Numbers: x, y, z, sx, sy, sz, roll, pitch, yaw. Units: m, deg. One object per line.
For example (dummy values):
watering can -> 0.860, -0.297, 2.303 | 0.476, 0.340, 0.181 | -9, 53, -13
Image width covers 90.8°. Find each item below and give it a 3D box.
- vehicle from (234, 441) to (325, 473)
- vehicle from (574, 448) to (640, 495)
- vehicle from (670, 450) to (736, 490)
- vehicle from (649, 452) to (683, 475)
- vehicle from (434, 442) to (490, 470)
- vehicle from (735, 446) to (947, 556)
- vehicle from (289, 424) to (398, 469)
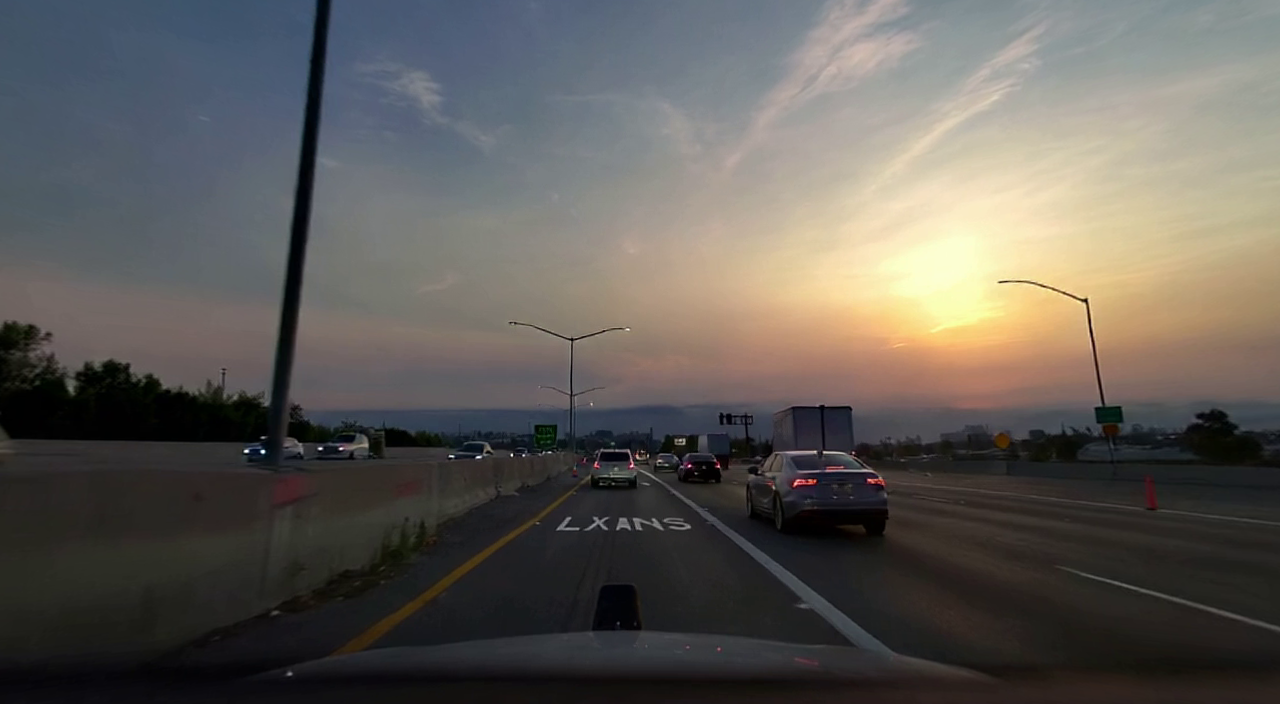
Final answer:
vehicle -> -17.943, 5.256, 31.744 | 1.981, 1.464, 4.620 | 0, -9, -2
vehicle -> -1.100, 4.058, 21.843 | 2.069, 1.470, 4.004 | 0, -9, -2
vehicle -> 2.450, 4.720, 25.700 | 2.042, 1.460, 4.451 | 0, -9, -3
vehicle -> 1.719, 7.574, 43.124 | 1.916, 1.487, 4.117 | 0, -9, -3
vehicle -> -10.634, 6.229, 38.106 | 1.997, 1.562, 4.754 | 0, -9, -1
vehicle -> 3.038, 2.338, 10.705 | 1.996, 1.455, 4.281 | 0, -9, -3
vehicle -> -14.054, 4.586, 30.499 | 2.414, 1.943, 6.030 | 0, -9, -1
